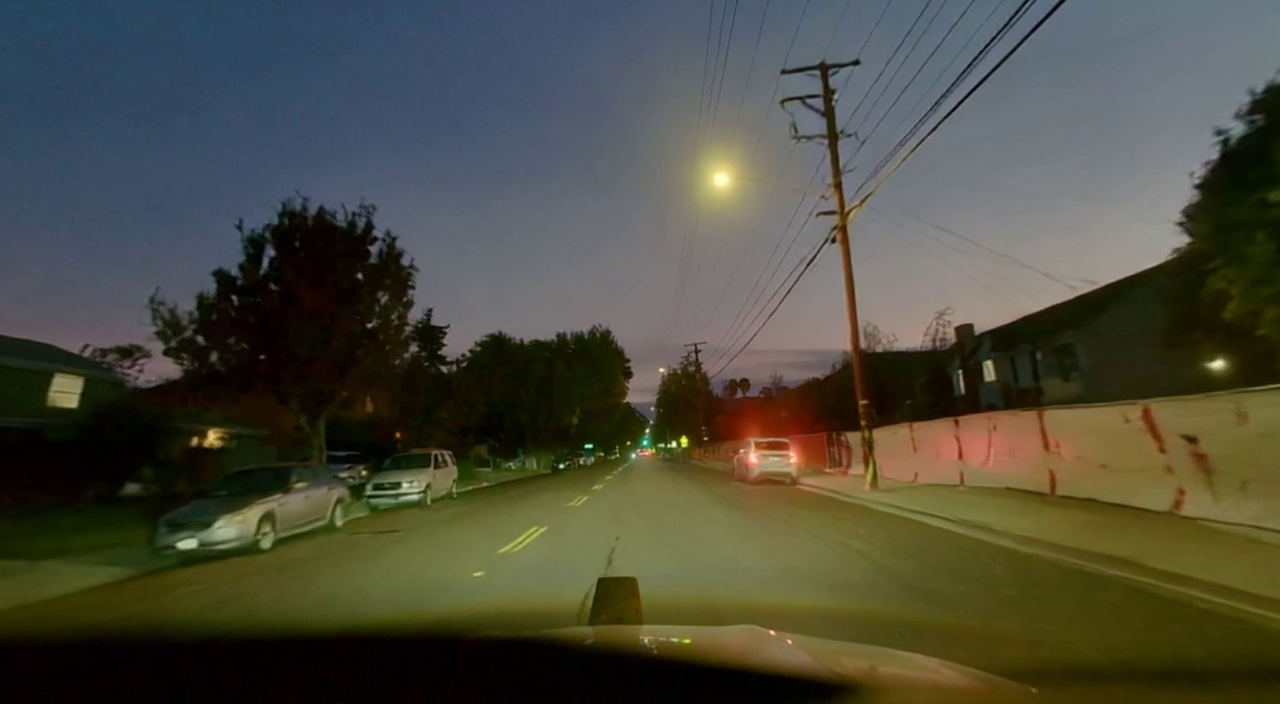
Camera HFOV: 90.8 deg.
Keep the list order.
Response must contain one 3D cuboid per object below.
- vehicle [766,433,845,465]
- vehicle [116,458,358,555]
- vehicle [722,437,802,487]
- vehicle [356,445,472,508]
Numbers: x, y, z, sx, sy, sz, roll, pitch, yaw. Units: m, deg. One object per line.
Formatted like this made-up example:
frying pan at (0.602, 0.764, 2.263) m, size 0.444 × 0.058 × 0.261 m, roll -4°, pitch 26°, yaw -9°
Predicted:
vehicle at (10.551, 6.232, 40.522) m, size 4.399 × 1.884 × 2.071 m, roll -1°, pitch -10°, yaw -1°
vehicle at (-7.697, 2.936, 12.770) m, size 2.041 × 1.480 × 4.474 m, roll -3°, pitch -9°, yaw -1°
vehicle at (4.182, 3.859, 22.384) m, size 1.902 × 1.542 × 4.099 m, roll -2°, pitch -9°, yaw -1°
vehicle at (-7.400, 4.112, 21.315) m, size 2.055 × 1.806 × 4.540 m, roll -2°, pitch -9°, yaw 3°
